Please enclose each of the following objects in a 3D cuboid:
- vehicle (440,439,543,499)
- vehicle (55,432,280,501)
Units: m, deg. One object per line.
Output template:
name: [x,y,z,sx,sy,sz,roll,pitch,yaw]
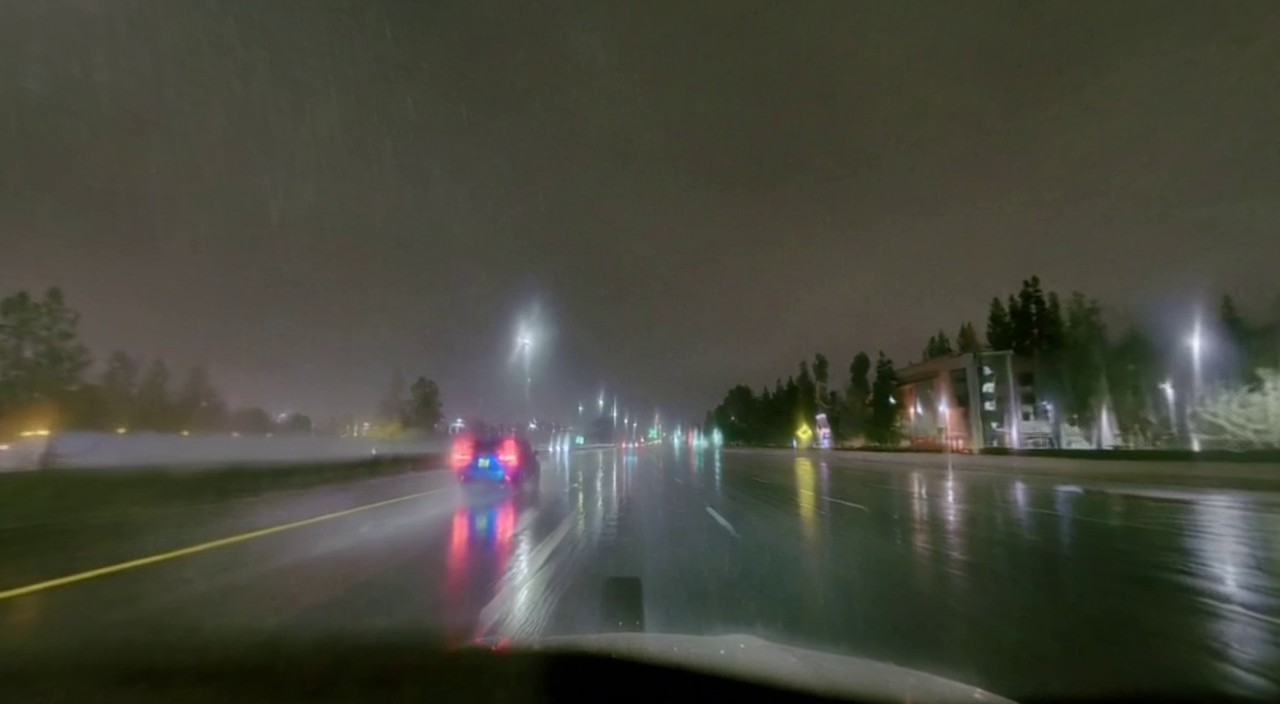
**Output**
vehicle: [-4.094,3.293,18.199,1.900,1.492,4.495,0,-9,0]
vehicle: [-13.788,3.371,19.155,2.275,1.743,5.937,0,-9,0]
